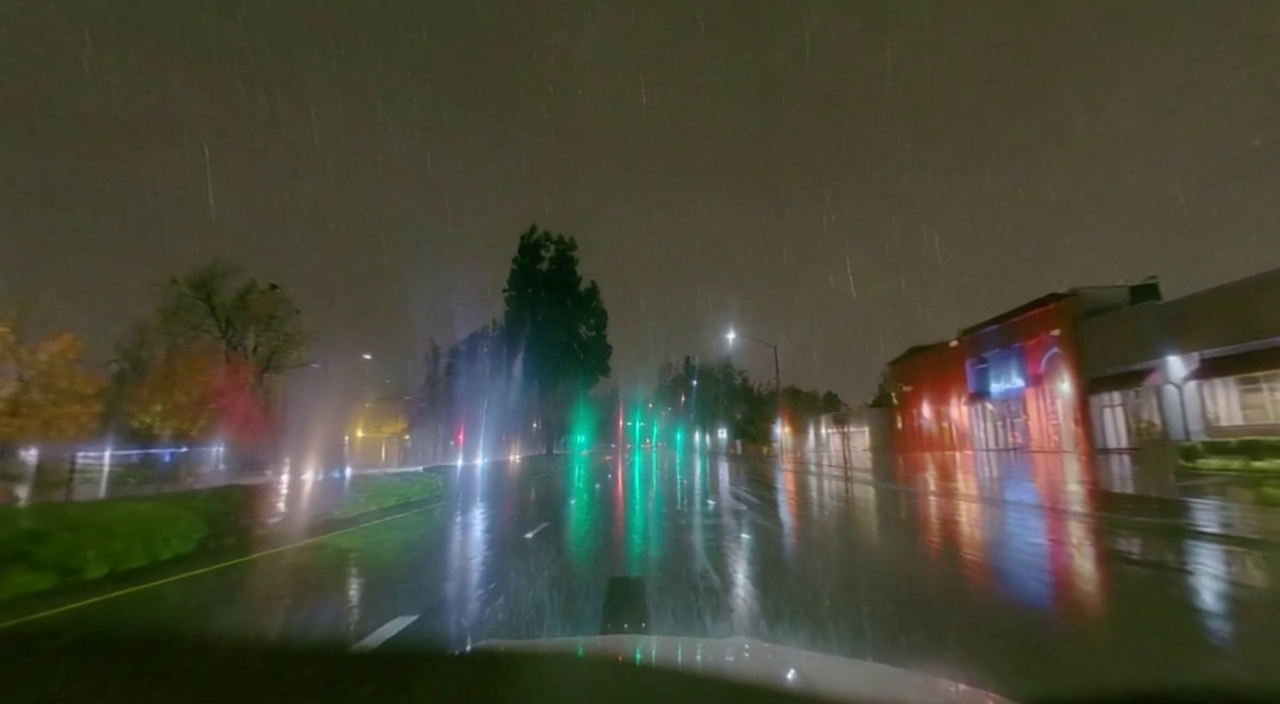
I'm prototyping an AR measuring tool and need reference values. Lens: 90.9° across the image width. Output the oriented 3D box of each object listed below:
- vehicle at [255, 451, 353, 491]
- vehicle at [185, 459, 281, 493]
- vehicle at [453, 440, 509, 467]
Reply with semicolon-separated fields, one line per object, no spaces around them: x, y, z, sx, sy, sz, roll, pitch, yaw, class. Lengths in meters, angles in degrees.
-14.344;5.075;27.239;1.829;1.505;4.275;0;-8;1;vehicle
-21.684;6.571;33.820;1.881;1.537;4.611;-3;-9;3;vehicle
-11.654;7.472;46.671;2.401;1.892;5.928;-1;-8;2;vehicle
